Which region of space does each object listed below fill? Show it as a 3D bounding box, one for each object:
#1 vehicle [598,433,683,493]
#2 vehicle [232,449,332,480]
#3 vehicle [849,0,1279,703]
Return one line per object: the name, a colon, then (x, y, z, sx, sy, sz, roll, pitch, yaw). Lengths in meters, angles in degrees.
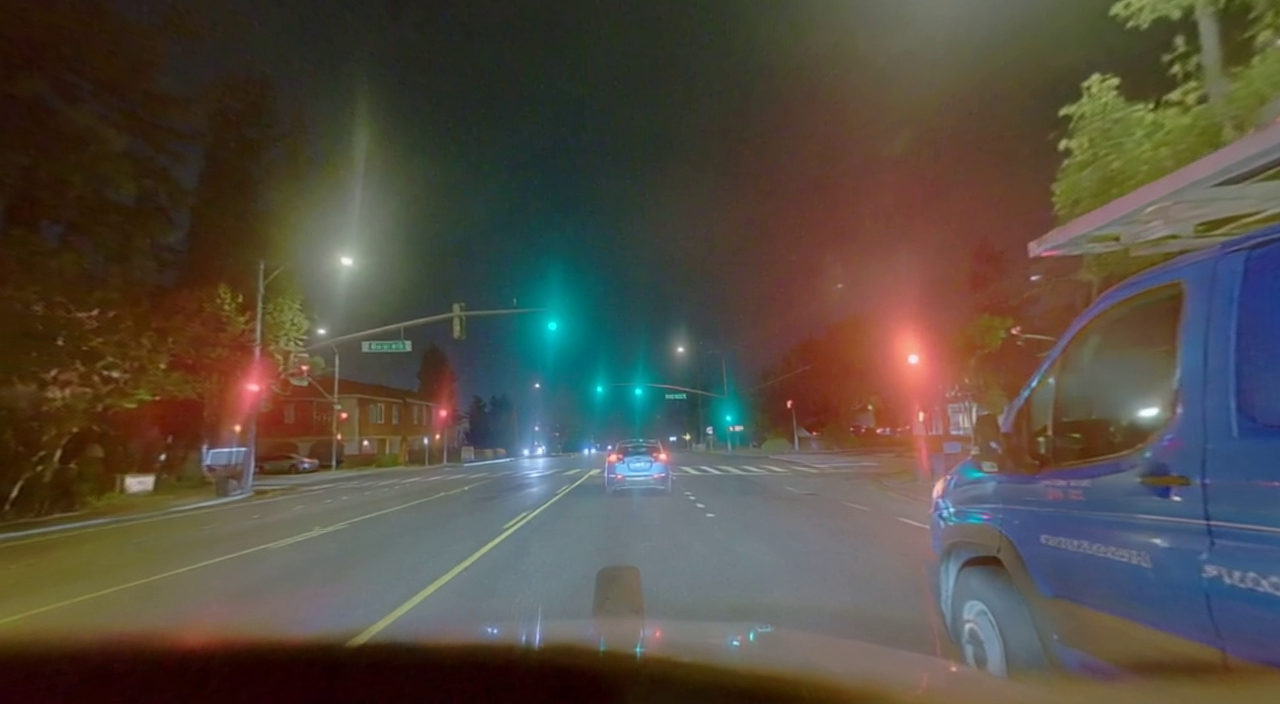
vehicle: (-0.005, 3.076, 17.799, 2.104, 1.462, 3.991, 0, -9, 0)
vehicle: (-20.548, 6.453, 36.387, 4.588, 1.703, 1.879, 0, -9, 1)
vehicle: (2.940, 0.079, 0.953, 2.770, 3.054, 7.271, 0, -9, 0)
